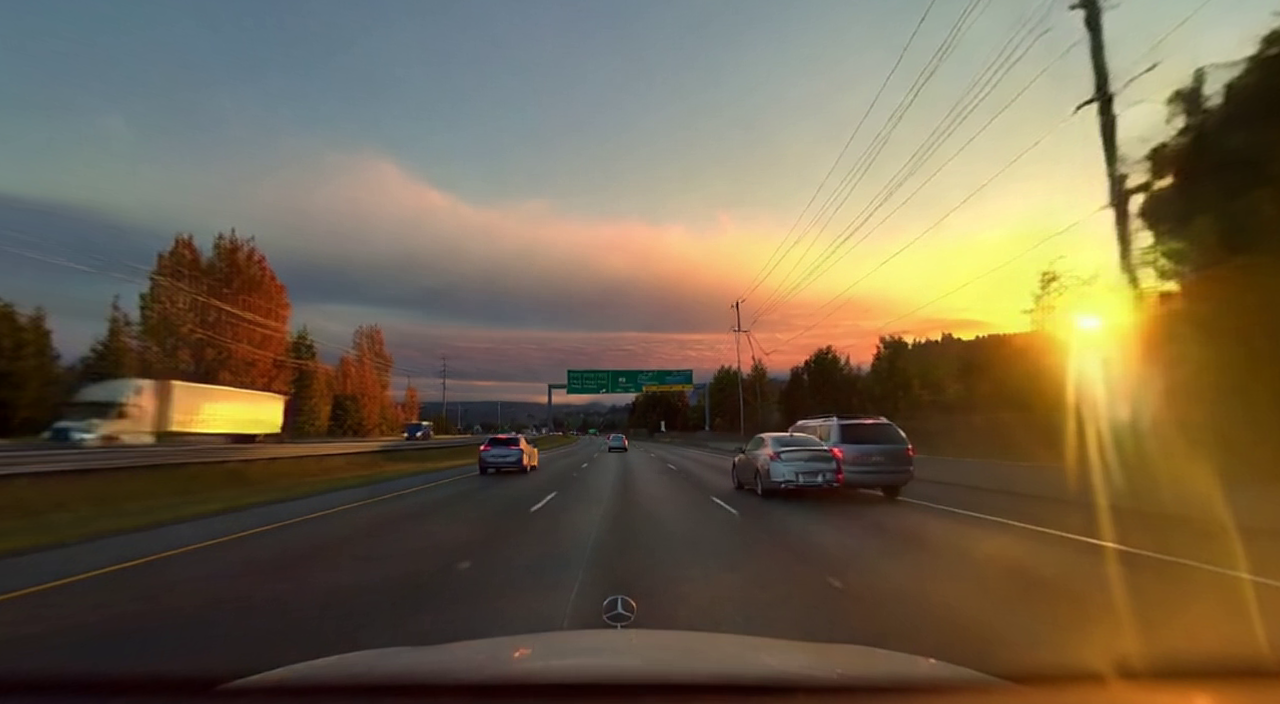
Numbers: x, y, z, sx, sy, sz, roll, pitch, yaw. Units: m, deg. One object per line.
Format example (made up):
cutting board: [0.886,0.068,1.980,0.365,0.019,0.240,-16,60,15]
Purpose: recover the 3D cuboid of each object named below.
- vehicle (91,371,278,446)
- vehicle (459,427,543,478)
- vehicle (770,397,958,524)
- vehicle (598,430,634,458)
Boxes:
vehicle: [-27.690,3.812,39.637,2.835,3.950,12.765,0,-7,-3]
vehicle: [-4.766,3.490,22.264,2.100,1.590,4.077,0,-7,-1]
vehicle: [3.744,1.848,11.231,1.976,1.905,3.263,0,-7,-3]
vehicle: [-1.527,5.814,40.136,2.159,1.690,3.720,0,-7,-2]
